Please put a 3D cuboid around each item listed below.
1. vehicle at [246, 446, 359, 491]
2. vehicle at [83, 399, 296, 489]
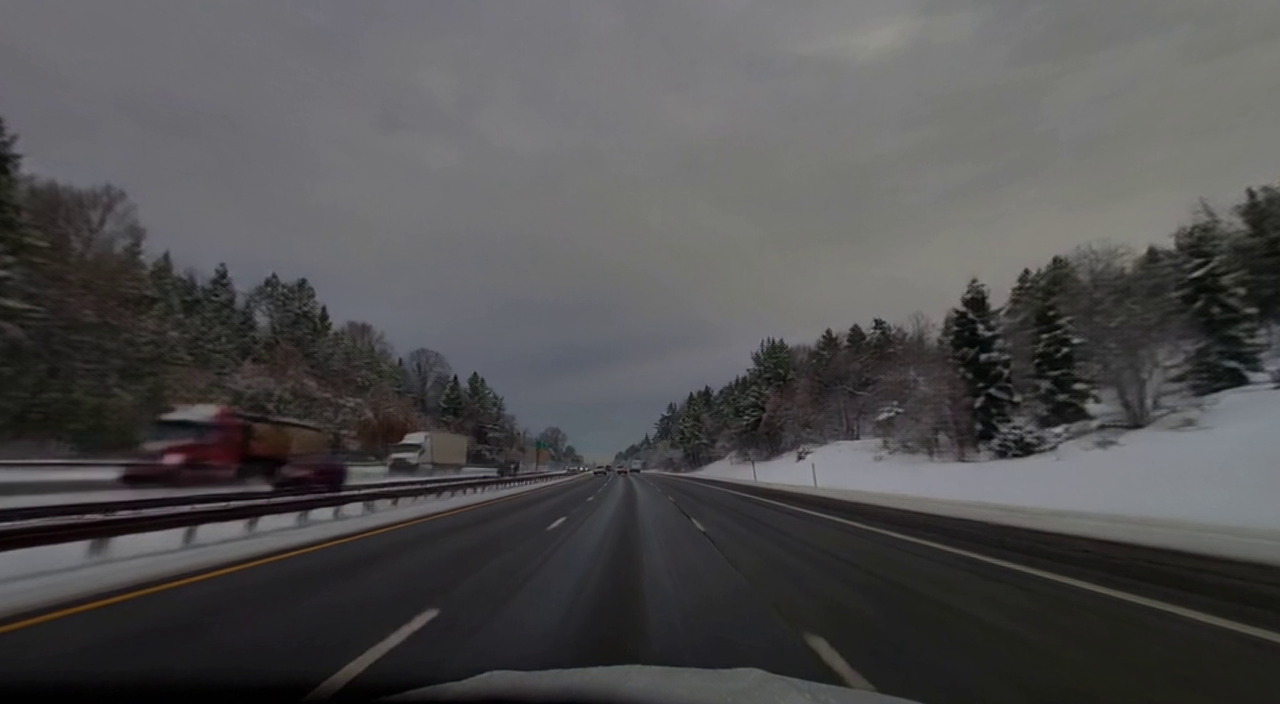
[{"bbox_3d":[-12.261,4.284,23.259,1.845,1.456,4.333,1,-10,-1],"label":"vehicle"},{"bbox_3d":[-16.557,3.634,24.057,2.610,2.836,7.407,1,-10,-1],"label":"vehicle"}]
